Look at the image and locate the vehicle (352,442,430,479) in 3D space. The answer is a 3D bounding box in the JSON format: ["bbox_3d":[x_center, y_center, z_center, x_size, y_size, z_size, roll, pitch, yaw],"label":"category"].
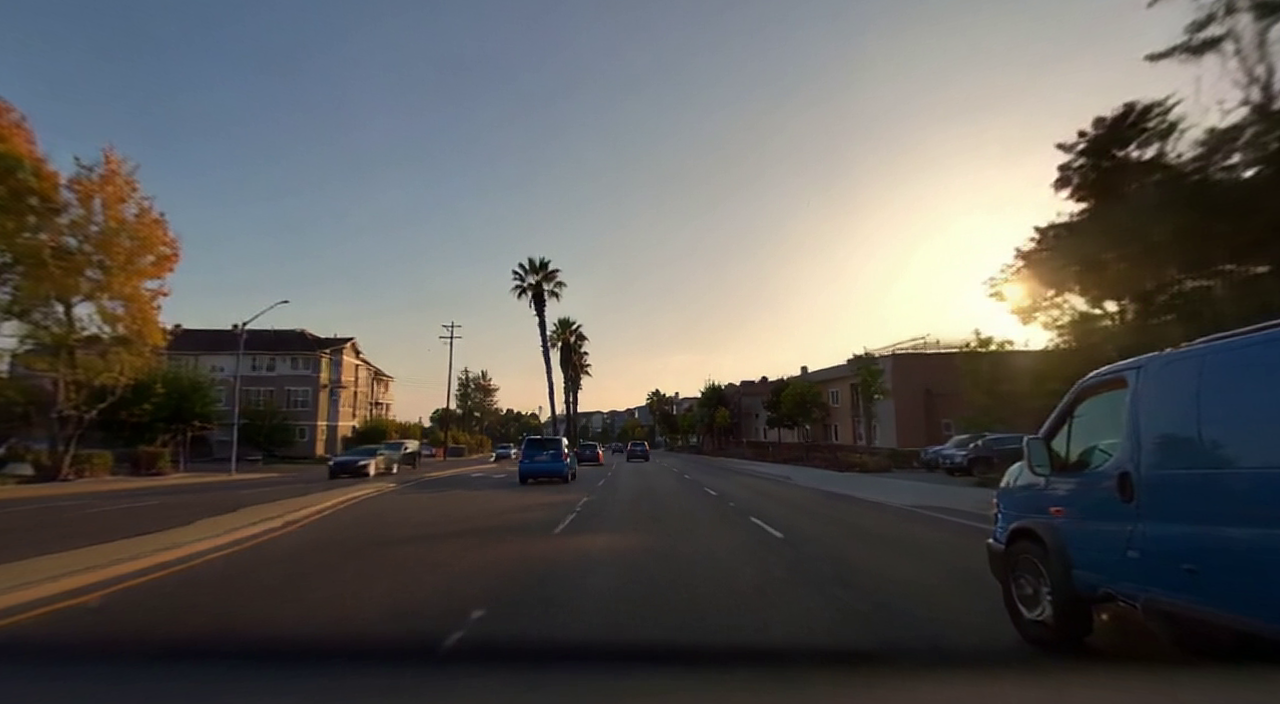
[{"bbox_3d":[-12.090,5.285,31.009,1.989,1.631,4.500,0,-9,0],"label":"vehicle"}]

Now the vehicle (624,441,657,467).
[{"bbox_3d":[0.002,7.223,44.753,2.191,1.761,3.857,0,-9,-2],"label":"vehicle"}]

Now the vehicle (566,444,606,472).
[{"bbox_3d":[-2.994,5.987,35.804,1.869,1.454,4.142,0,-9,0],"label":"vehicle"}]

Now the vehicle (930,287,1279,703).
[{"bbox_3d":[3.569,0.788,2.843,2.234,1.912,4.847,0,-9,1],"label":"vehicle"}]

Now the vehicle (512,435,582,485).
[{"bbox_3d":[-3.437,4.086,24.176,1.967,1.703,4.157,0,-9,1],"label":"vehicle"}]
